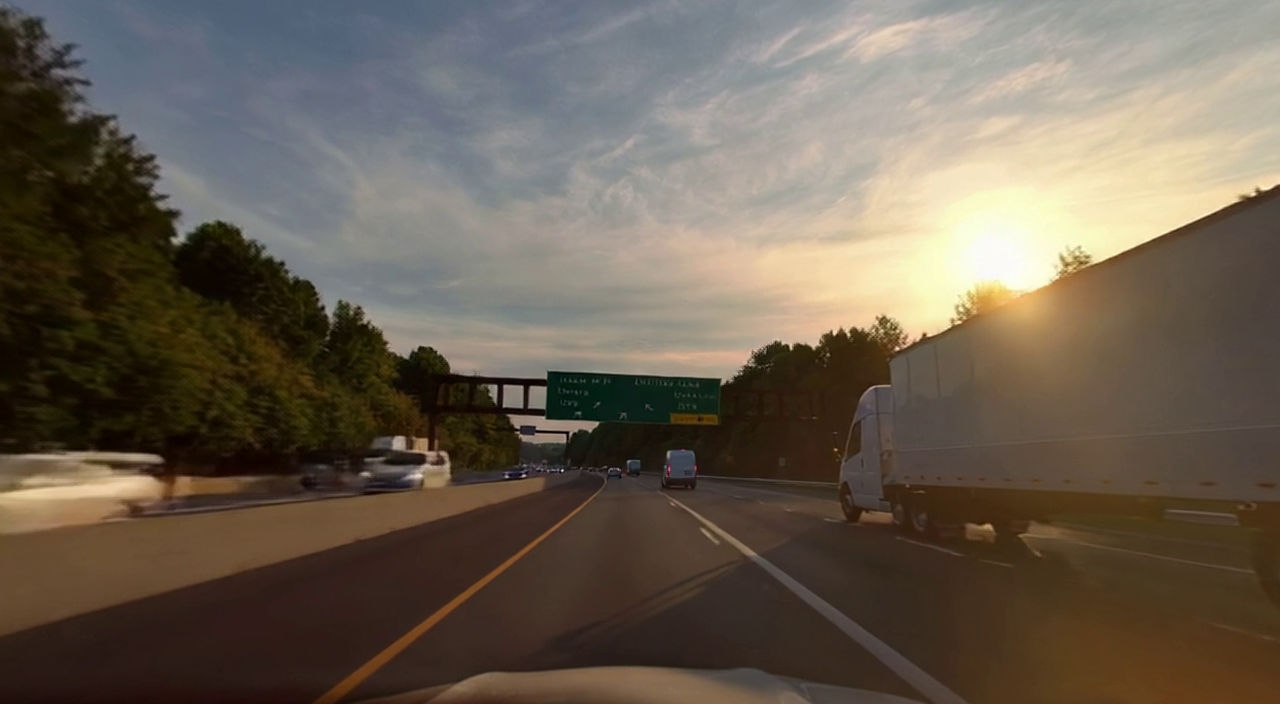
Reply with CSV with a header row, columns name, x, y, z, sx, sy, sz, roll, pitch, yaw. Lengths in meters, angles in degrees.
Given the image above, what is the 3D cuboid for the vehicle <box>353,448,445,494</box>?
name,x,y,z,sx,sy,sz,roll,pitch,yaw
vehicle,-10.739,5.384,28.465,2.187,1.857,5.082,1,-10,-1

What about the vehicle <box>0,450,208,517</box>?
name,x,y,z,sx,sy,sz,roll,pitch,yaw
vehicle,-14.055,3.410,16.609,2.018,1.481,4.558,1,-10,-1

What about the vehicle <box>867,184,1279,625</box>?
name,x,y,z,sx,sy,sz,roll,pitch,yaw
vehicle,7.443,1.084,9.069,2.866,4.102,14.351,1,-10,-1

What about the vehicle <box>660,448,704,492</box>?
name,x,y,z,sx,sy,sz,roll,pitch,yaw
vehicle,2.690,7.819,41.785,2.291,2.639,5.280,1,-10,-3

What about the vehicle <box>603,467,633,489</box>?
name,x,y,z,sx,sy,sz,roll,pitch,yaw
vehicle,-1.646,9.485,47.415,2.106,1.524,4.381,1,-10,-1
